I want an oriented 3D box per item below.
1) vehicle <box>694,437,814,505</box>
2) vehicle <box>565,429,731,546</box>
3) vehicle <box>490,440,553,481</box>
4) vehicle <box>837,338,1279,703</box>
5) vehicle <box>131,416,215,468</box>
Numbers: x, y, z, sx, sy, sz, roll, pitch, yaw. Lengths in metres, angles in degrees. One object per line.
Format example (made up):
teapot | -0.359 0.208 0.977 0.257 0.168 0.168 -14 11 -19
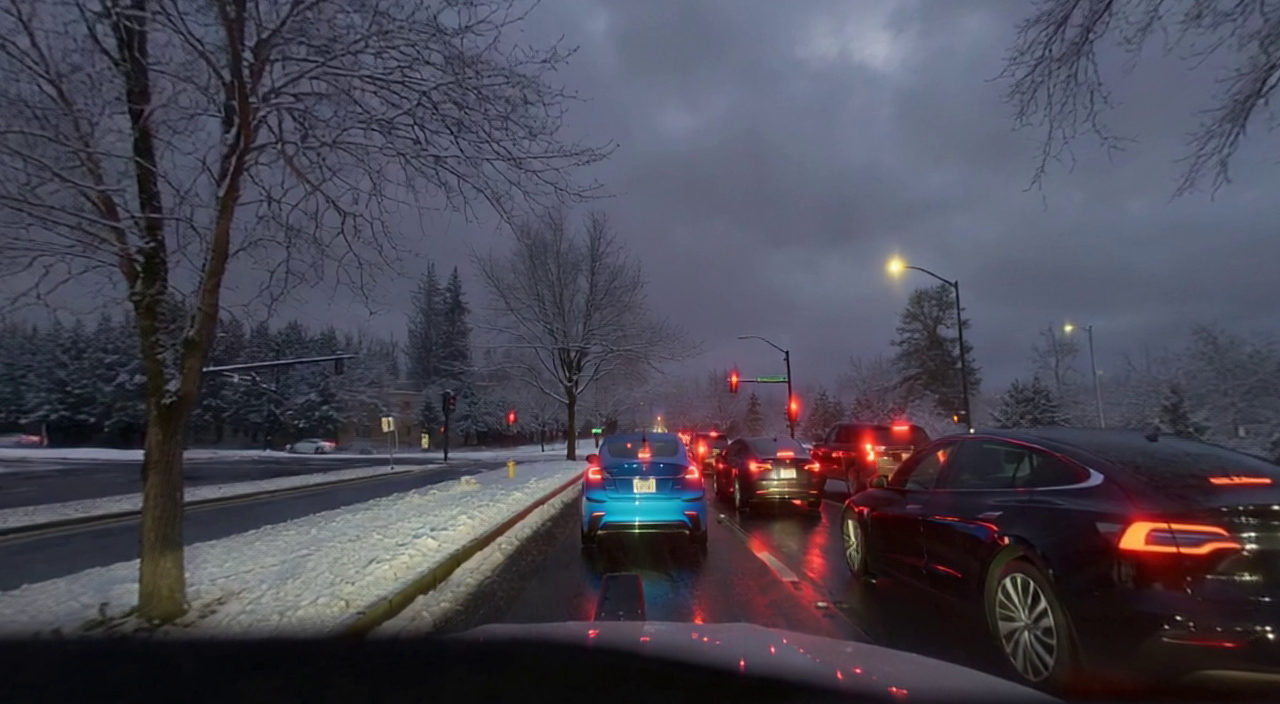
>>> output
vehicle | 2.700 2.932 16.032 2.058 1.466 4.208 0 -8 -3
vehicle | 0.032 2.071 10.391 2.147 1.499 4.240 0 -8 -2
vehicle | -4.630 4.285 25.261 1.972 1.457 4.171 0 -8 -4
vehicle | 3.188 1.105 4.306 2.167 1.676 4.443 0 -8 -1
vehicle | -29.249 5.628 39.714 2.608 2.990 3.026 2 -8 2
